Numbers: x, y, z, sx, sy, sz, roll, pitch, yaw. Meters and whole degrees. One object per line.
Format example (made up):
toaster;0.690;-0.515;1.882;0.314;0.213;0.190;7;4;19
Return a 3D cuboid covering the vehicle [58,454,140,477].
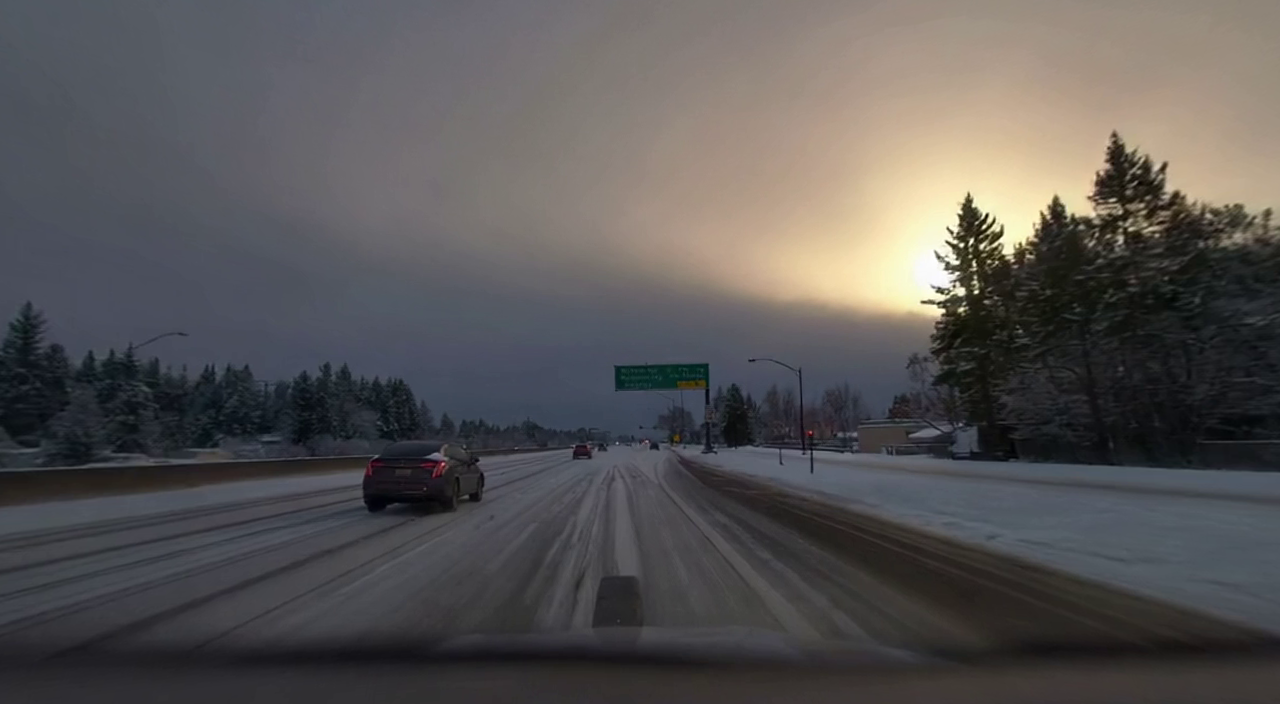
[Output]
vehicle;-37.889;7.952;44.429;1.855;1.463;4.602;0;-9;-3

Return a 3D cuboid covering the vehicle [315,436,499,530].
vehicle;-4.248;2.447;12.499;1.940;1.479;4.777;0;-9;-2
